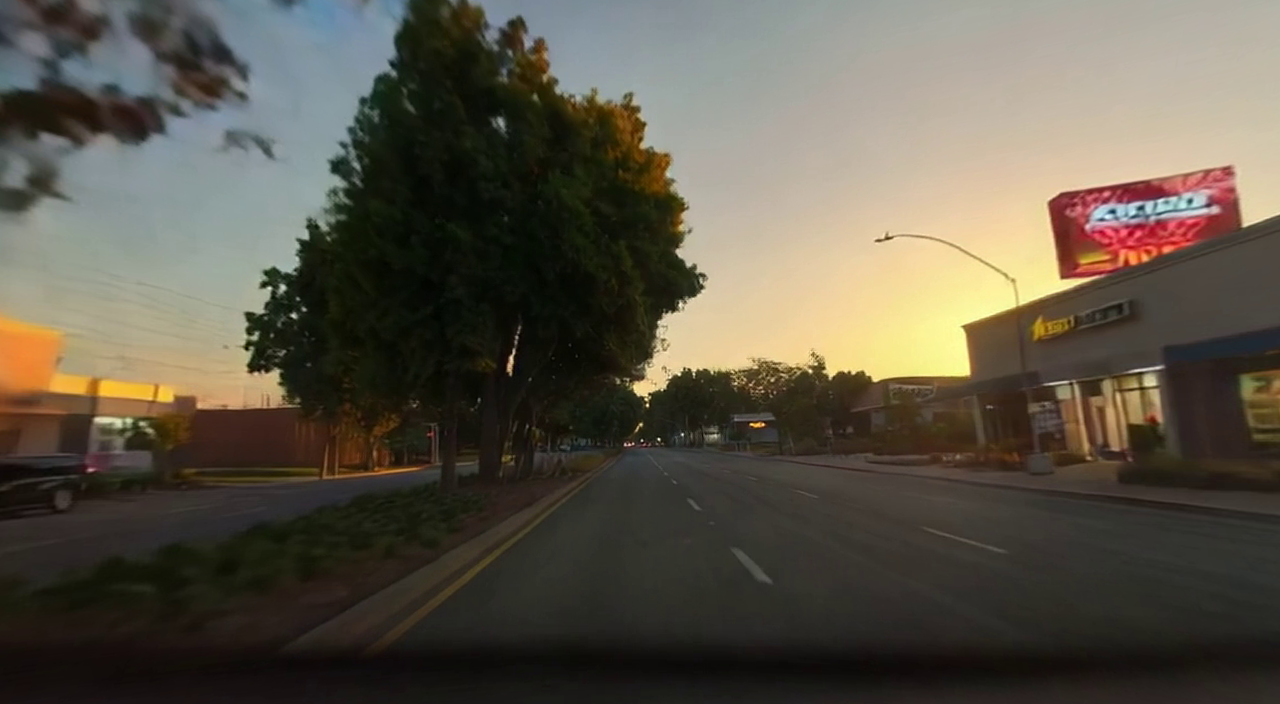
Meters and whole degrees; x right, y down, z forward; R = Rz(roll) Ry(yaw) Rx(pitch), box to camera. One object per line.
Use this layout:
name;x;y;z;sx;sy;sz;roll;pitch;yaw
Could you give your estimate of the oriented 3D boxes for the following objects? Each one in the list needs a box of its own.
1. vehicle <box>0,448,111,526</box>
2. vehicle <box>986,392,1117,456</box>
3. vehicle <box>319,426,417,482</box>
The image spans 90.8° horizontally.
vehicle;-19.367;3.981;18.521;2.648;2.106;6.148;-2;-8;-3
vehicle;28.896;5.101;44.309;8.627;4.134;2.881;3;-9;-21
vehicle;-19.569;7.410;46.281;2.966;3.698;9.217;0;-9;0
